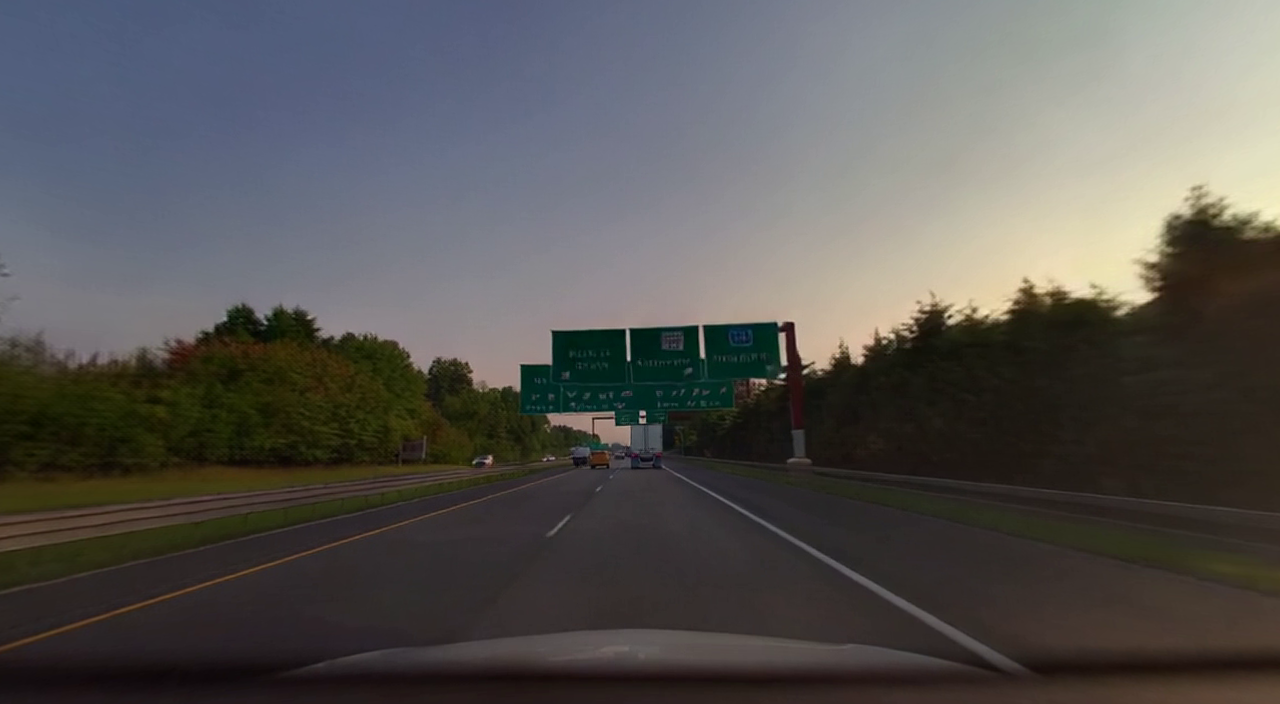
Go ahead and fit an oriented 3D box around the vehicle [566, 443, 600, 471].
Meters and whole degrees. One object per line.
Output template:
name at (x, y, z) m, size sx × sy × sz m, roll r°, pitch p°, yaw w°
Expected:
vehicle at (-4.298, 8.051, 48.412) m, size 2.168 × 1.980 × 4.622 m, roll 0°, pitch -9°, yaw 0°
